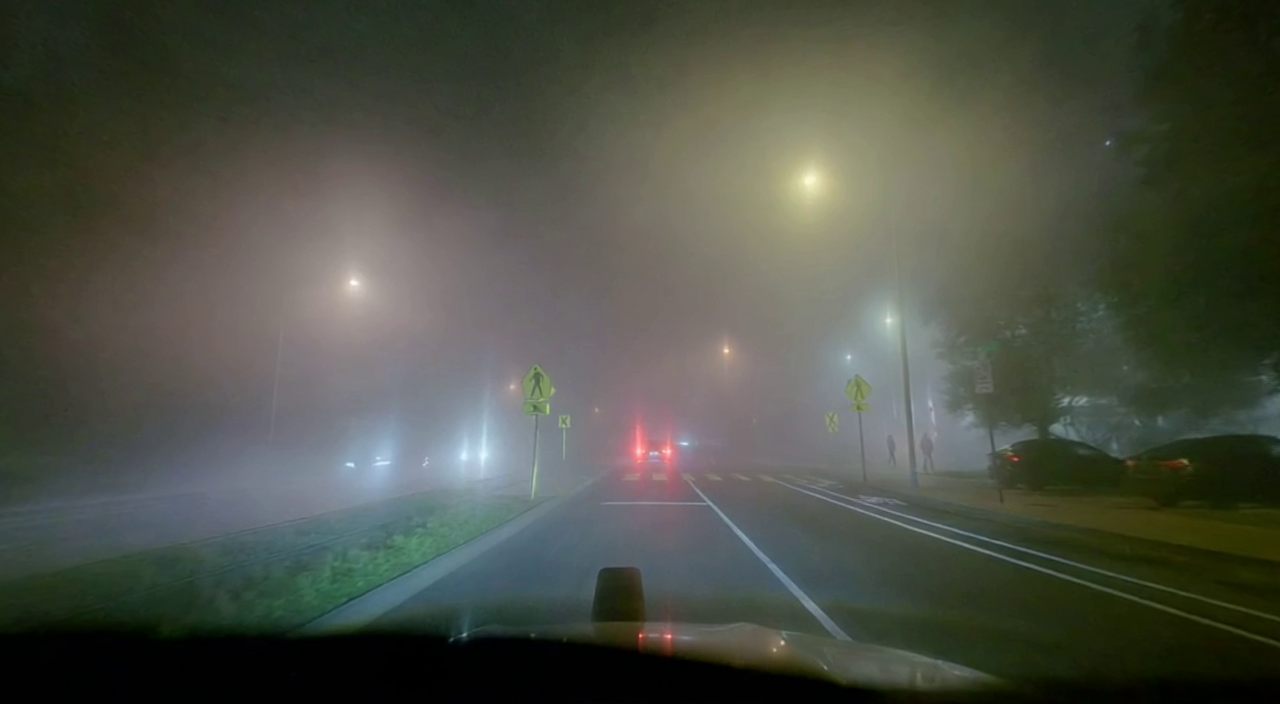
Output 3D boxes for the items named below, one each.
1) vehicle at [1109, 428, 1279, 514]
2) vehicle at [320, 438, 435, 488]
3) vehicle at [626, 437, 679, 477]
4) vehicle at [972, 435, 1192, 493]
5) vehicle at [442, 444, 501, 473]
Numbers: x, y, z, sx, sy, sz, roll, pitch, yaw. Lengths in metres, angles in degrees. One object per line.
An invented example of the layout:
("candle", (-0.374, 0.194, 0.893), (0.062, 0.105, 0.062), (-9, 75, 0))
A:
("vehicle", (11.961, 2.211, 11.943), (4.502, 1.469, 1.958), (-1, -9, 4))
("vehicle", (-10.257, 4.386, 25.286), (2.162, 1.767, 5.368), (-1, -9, 1))
("vehicle", (0.552, 4.542, 27.498), (2.158, 1.600, 3.865), (-1, -9, 1))
("vehicle", (12.047, 3.054, 17.444), (4.627, 1.444, 1.956), (0, -9, -3))
("vehicle", (-9.816, 6.232, 37.249), (2.197, 1.606, 4.034), (-1, -9, 3))
